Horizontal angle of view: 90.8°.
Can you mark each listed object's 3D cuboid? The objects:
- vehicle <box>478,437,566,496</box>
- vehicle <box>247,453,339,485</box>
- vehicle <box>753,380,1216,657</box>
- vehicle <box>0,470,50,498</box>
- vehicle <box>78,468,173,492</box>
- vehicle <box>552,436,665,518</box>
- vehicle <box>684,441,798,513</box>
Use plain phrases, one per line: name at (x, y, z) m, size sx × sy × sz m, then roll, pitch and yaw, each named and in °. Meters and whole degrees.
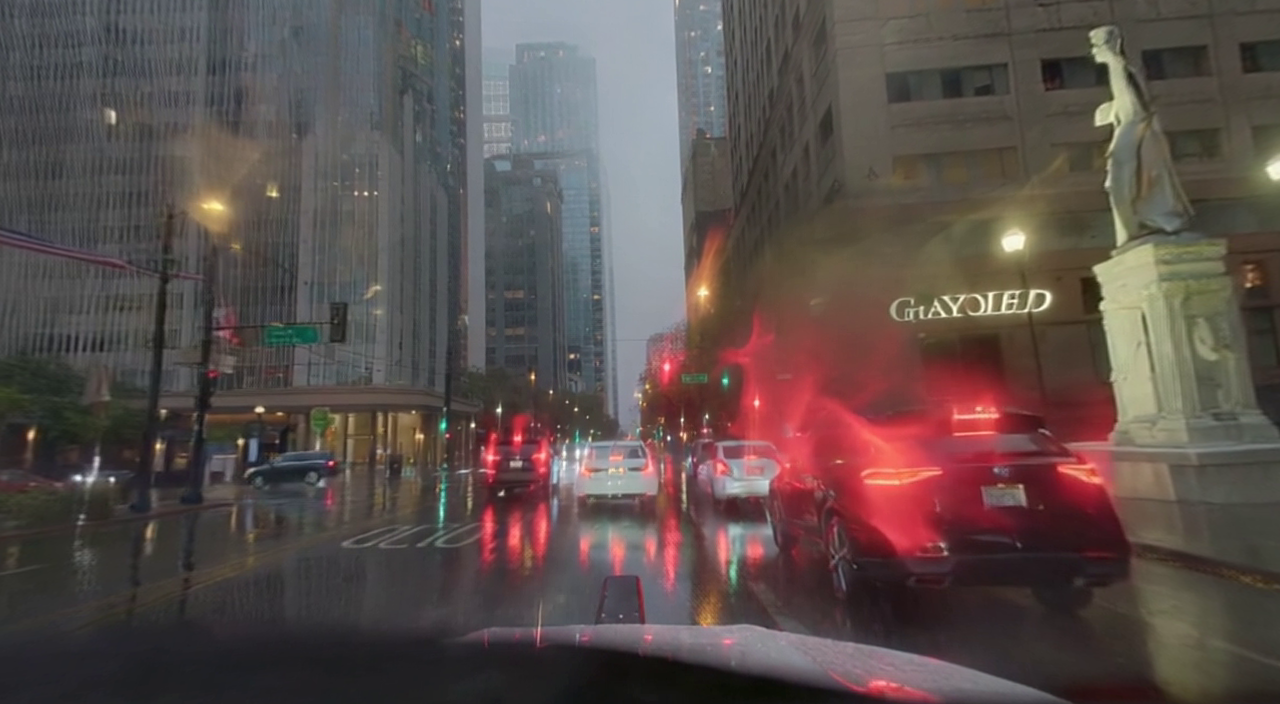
vehicle at (-3.587, 3.595, 20.224) m, size 2.045 × 1.633 × 4.864 m, roll 0°, pitch -9°, yaw -2°
vehicle at (-20.701, 6.988, 37.880) m, size 4.612 × 1.752 × 1.953 m, roll 4°, pitch -10°, yaw -25°
vehicle at (2.629, 1.405, 6.377) m, size 2.096 × 1.775 × 4.440 m, roll 0°, pitch -9°, yaw -1°
vehicle at (-40.208, 8.305, 39.766) m, size 4.224 × 1.622 × 1.808 m, roll 0°, pitch -9°, yaw -1°
vehicle at (-32.306, 8.040, 39.748) m, size 4.392 × 1.427 × 1.764 m, roll 0°, pitch -9°, yaw -1°
vehicle at (-0.619, 2.640, 13.819) m, size 2.096 × 1.492 × 4.071 m, roll 0°, pitch -9°, yaw -1°
vehicle at (2.233, 2.888, 15.143) m, size 1.943 × 1.449 × 4.202 m, roll 0°, pitch -9°, yaw -1°
